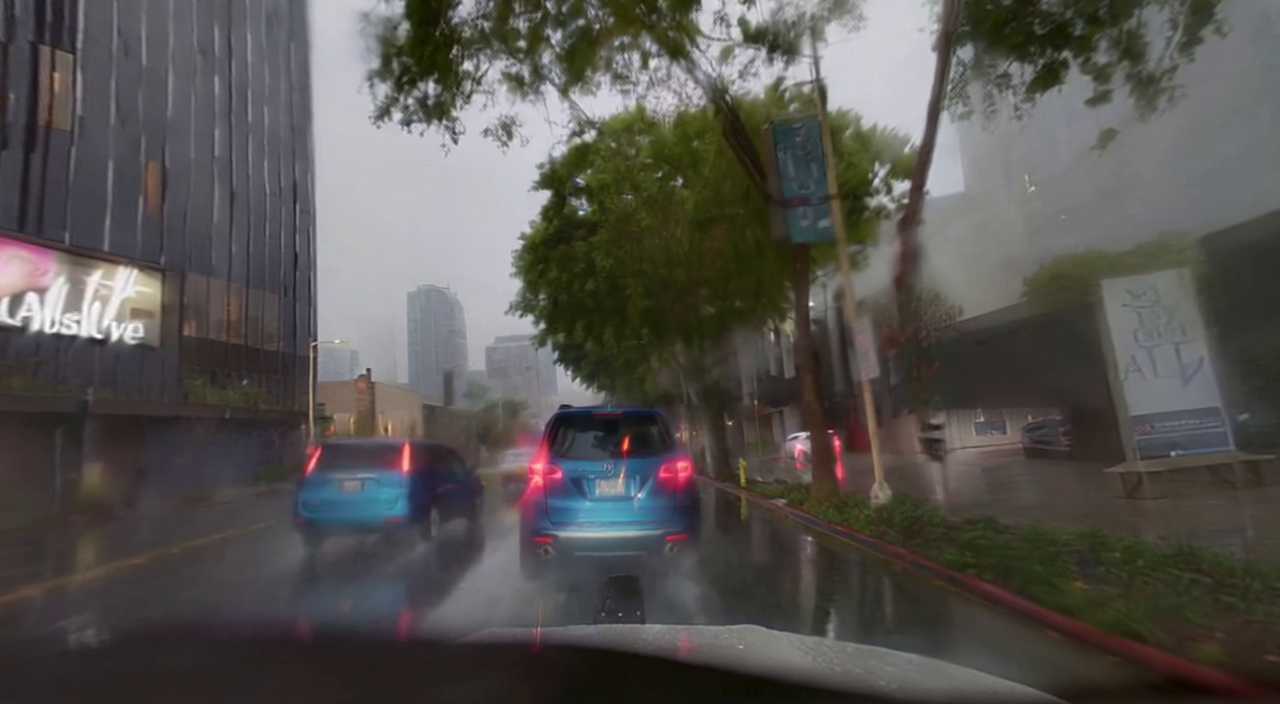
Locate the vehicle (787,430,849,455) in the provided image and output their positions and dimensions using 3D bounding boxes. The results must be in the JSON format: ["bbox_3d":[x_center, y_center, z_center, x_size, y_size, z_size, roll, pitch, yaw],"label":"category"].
[{"bbox_3d":[10.610,5.377,37.505,1.877,1.416,3.965,-8,-11,43],"label":"vehicle"}]

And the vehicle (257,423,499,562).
[{"bbox_3d":[-3.689,2.033,9.961,1.971,1.658,4.428,0,-8,-1],"label":"vehicle"}]

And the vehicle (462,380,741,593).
[{"bbox_3d":[-0.416,1.543,8.062,2.531,1.930,4.382,0,-8,-2],"label":"vehicle"}]
